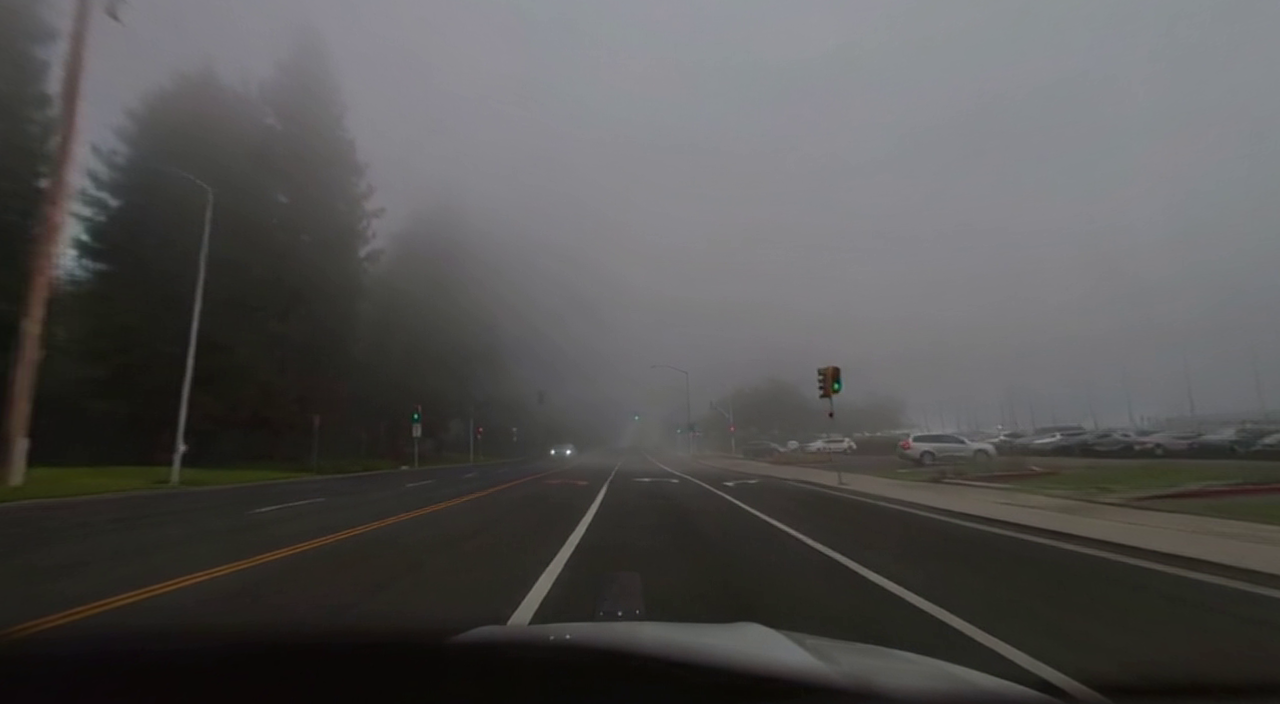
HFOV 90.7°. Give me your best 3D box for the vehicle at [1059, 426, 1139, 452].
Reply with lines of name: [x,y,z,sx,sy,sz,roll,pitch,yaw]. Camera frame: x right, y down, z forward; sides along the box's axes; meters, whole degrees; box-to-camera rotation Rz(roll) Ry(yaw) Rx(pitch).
vehicle: [28.042,5.361,38.835,1.805,1.466,4.236,0,-9,1]

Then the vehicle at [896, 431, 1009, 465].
vehicle: [13.549,4.185,27.559,3.991,1.437,1.679,0,-9,-1]

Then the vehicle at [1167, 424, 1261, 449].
vehicle: [35.692,5.316,39.505,1.828,1.452,4.242,0,-9,-2]
